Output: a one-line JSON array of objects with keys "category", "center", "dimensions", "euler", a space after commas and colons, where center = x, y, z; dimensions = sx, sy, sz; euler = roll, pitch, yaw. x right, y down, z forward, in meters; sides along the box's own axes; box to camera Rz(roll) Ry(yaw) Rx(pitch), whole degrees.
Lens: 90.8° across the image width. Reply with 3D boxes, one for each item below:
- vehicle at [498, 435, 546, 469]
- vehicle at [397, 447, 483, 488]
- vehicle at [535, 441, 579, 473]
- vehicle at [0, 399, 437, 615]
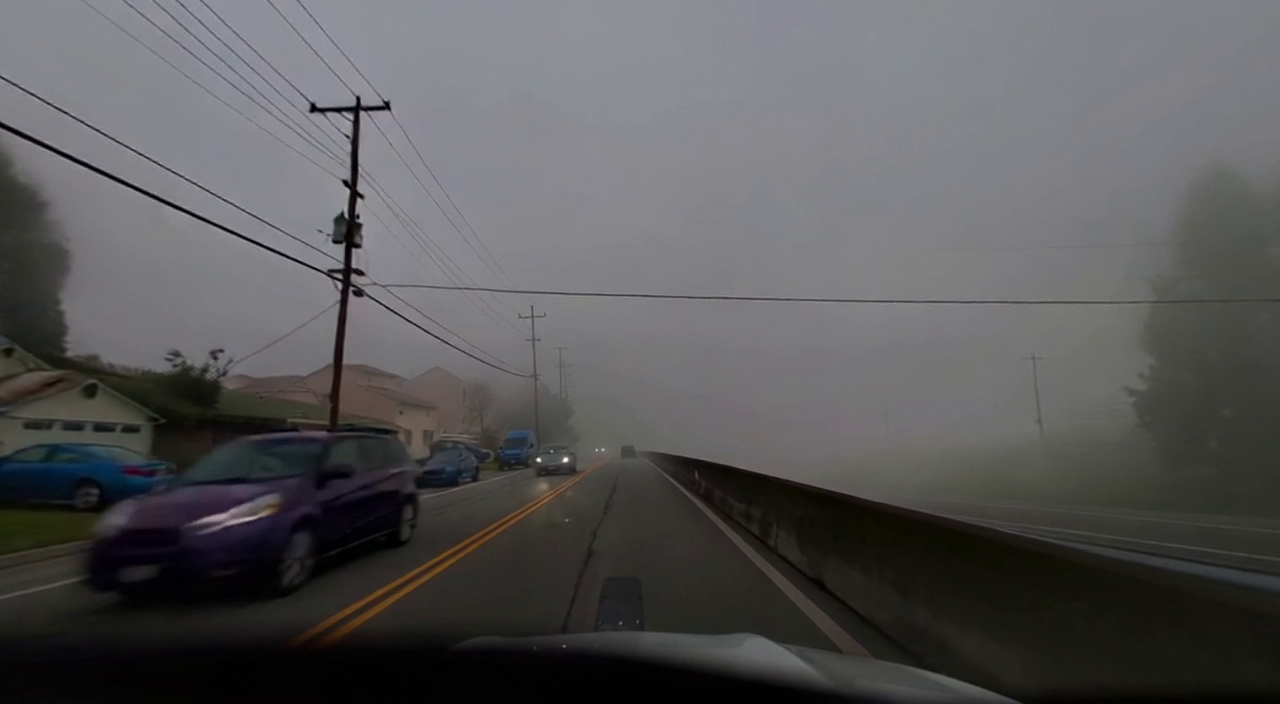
[{"category": "vehicle", "center": [-7.990, 6.807, 43.256], "dimensions": [2.335, 2.136, 5.328], "euler": [0, -8, -1]}, {"category": "vehicle", "center": [-7.969, 4.618, 25.650], "dimensions": [2.003, 1.460, 4.360], "euler": [0, -8, 0]}, {"category": "vehicle", "center": [-4.186, 5.374, 32.444], "dimensions": [1.796, 1.516, 3.871], "euler": [0, -8, 0]}, {"category": "vehicle", "center": [-4.148, 1.565, 7.310], "dimensions": [2.153, 1.715, 4.333], "euler": [0, -8, 0]}]
